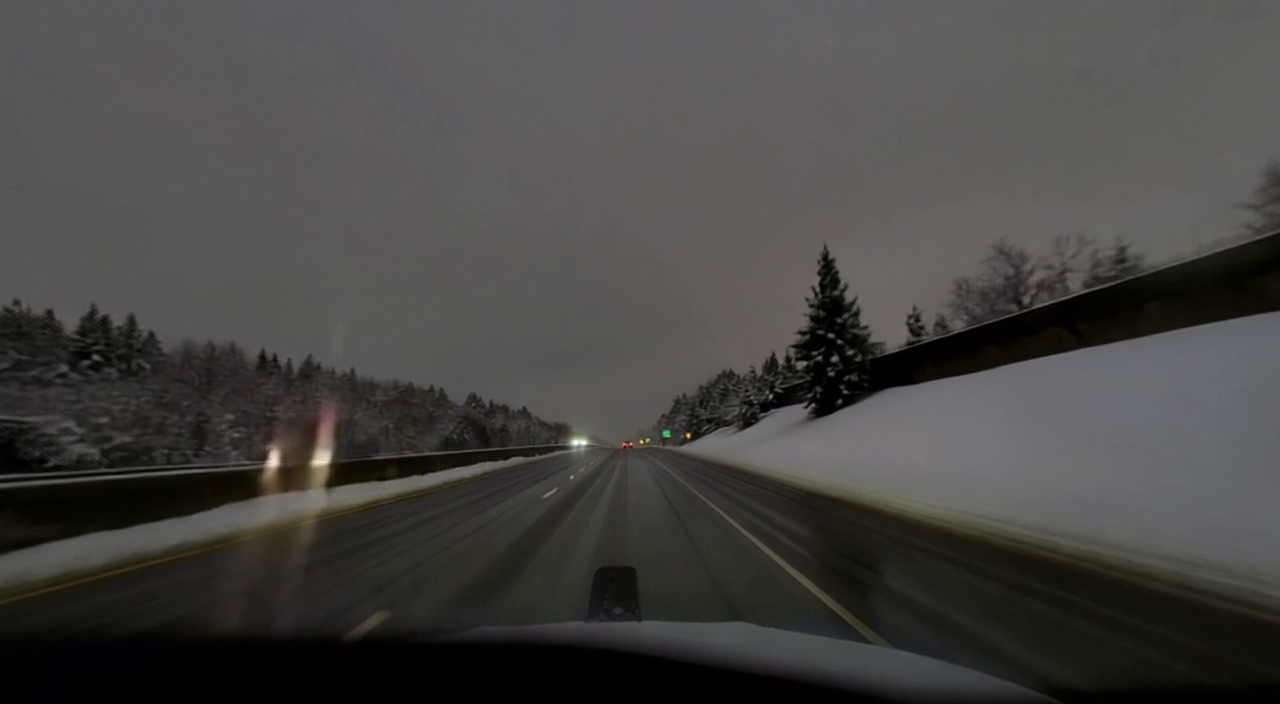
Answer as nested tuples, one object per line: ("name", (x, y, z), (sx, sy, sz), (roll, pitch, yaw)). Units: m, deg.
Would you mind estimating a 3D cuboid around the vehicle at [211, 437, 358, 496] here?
("vehicle", (-10.297, 3.296, 18.631), (1.889, 1.554, 4.163), (0, -8, 0))
